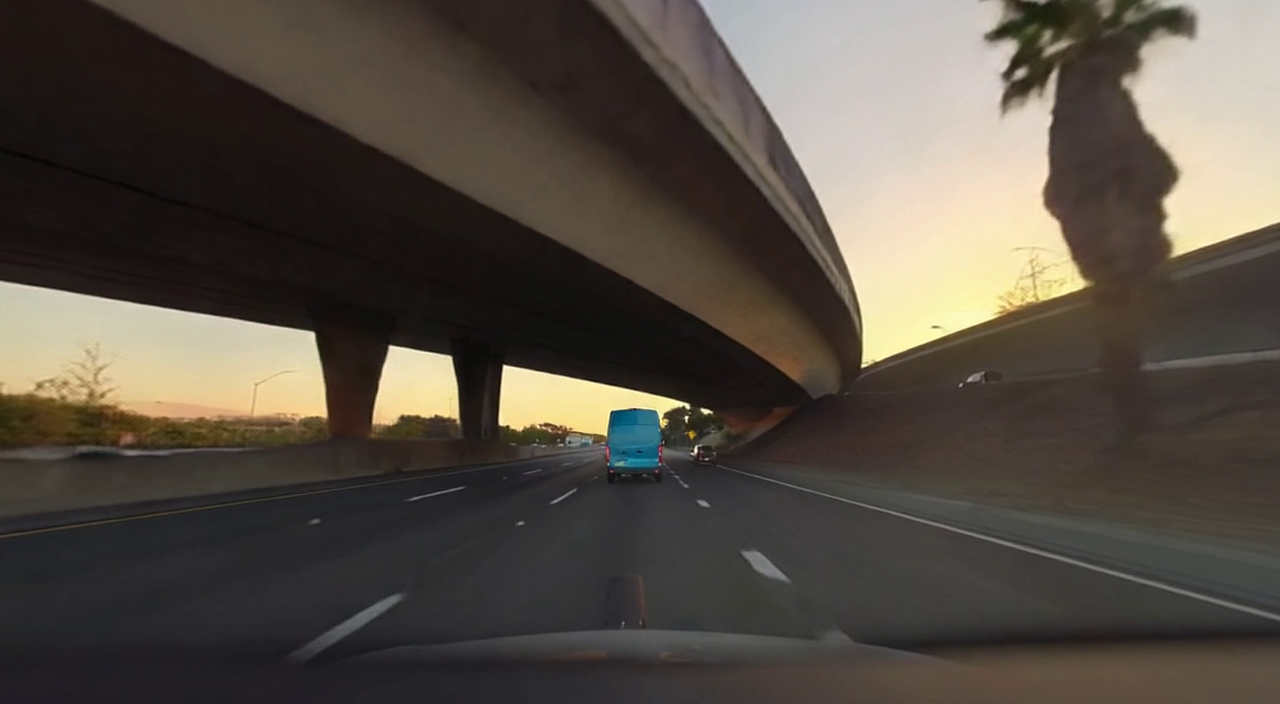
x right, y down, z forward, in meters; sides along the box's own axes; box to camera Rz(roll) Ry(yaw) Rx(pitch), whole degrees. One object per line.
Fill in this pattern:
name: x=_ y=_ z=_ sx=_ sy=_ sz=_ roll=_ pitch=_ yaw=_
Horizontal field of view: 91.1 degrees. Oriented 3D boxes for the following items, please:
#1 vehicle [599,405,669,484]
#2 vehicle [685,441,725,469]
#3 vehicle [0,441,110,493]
vehicle: x=-0.089 y=3.683 z=25.056 sx=2.476 sy=2.776 sz=5.598 roll=-1 pitch=-9 yaw=3
vehicle: x=3.924 y=6.269 z=38.377 sx=1.987 sy=1.648 sz=3.984 roll=0 pitch=-9 yaw=0
vehicle: x=-24.670 y=4.465 z=24.629 sx=2.399 sy=1.870 sz=5.968 roll=0 pitch=-9 yaw=2
